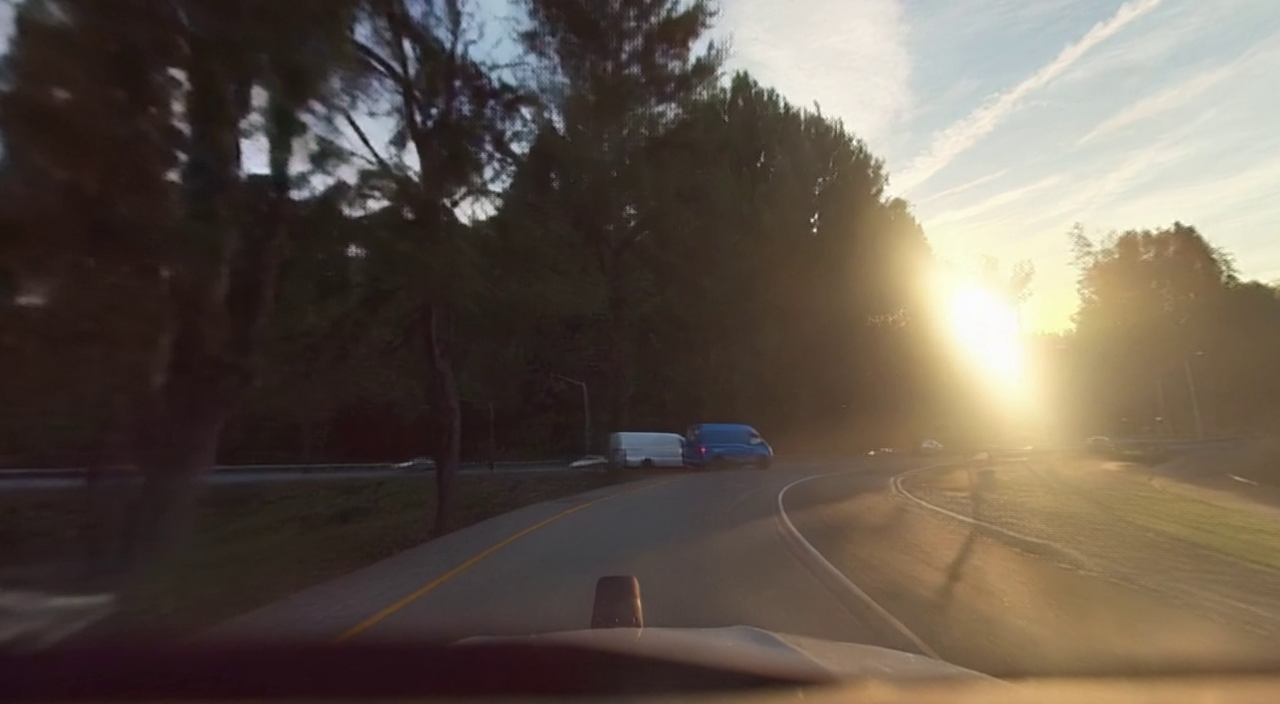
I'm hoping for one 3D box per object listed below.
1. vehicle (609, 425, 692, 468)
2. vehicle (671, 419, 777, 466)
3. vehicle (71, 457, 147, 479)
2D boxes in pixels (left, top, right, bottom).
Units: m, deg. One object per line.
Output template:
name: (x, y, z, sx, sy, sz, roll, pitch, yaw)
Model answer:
vehicle: (0.679, 5.915, 39.623, 4.784, 2.535, 2.203, 5, -9, -31)
vehicle: (5.754, 6.080, 42.730, 7.155, 2.942, 2.420, 5, -9, -31)
vehicle: (-36.903, 8.052, 43.908, 3.700, 1.388, 1.788, 4, -9, -29)
